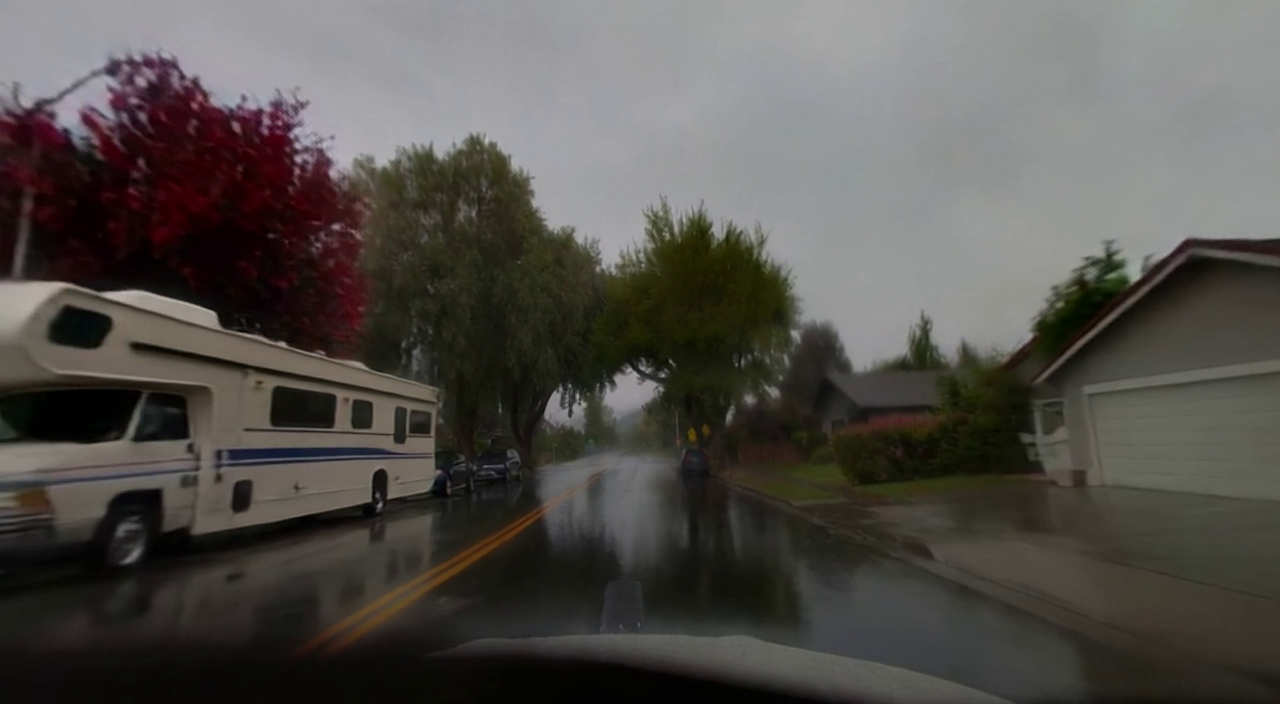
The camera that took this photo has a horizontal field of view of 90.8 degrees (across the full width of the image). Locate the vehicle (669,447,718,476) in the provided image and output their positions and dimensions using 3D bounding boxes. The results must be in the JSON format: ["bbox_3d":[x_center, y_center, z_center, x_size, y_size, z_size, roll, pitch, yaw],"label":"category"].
[{"bbox_3d":[2.912,6.046,35.305,2.167,1.479,4.597,0,-8,-2],"label":"vehicle"}]

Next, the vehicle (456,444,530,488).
[{"bbox_3d":[-6.982,5.422,30.608,2.225,1.817,5.731,-3,-8,0],"label":"vehicle"}]

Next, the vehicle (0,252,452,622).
[{"bbox_3d":[-6.917,1.712,11.839,3.103,3.479,11.801,-1,-9,0],"label":"vehicle"}]
